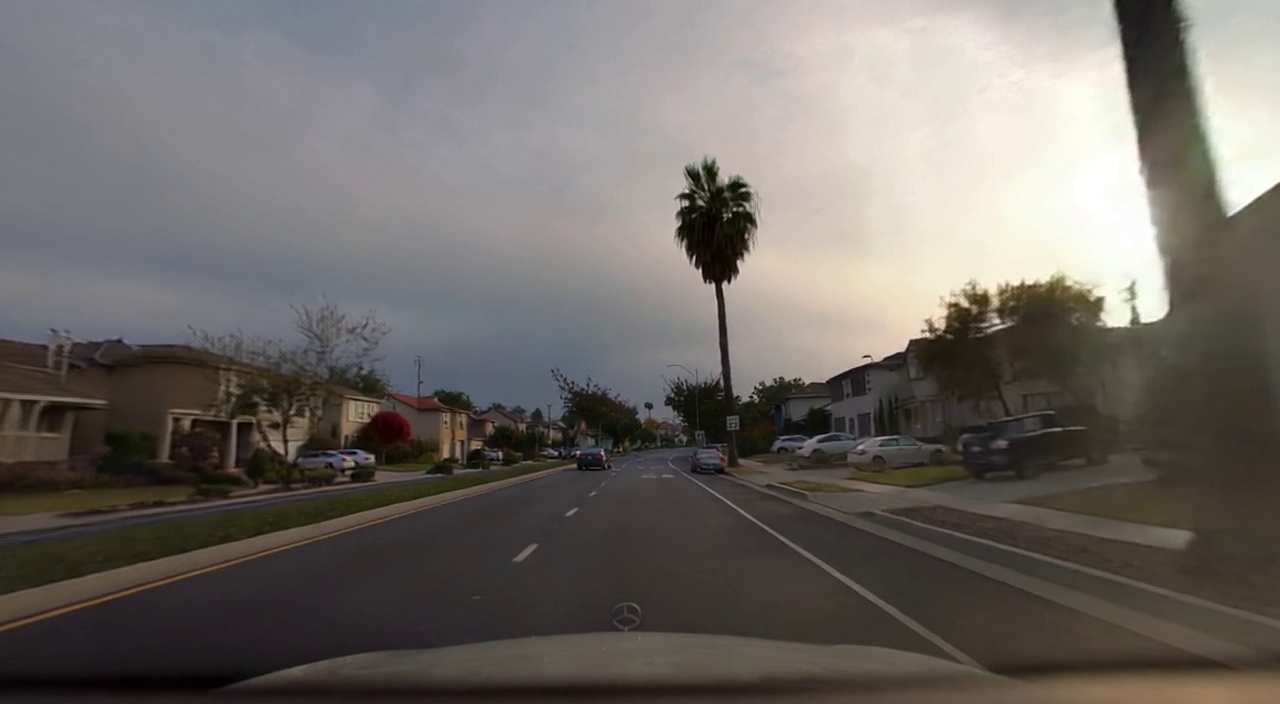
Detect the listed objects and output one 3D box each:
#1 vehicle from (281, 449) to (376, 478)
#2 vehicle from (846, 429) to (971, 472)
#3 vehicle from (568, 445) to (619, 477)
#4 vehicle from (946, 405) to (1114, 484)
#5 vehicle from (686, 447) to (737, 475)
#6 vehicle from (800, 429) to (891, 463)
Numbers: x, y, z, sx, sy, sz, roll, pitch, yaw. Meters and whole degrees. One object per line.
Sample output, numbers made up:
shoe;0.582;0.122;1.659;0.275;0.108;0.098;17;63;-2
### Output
vehicle;-19.757;7.046;40.171;4.992;1.779;1.928;0;-9;3
vehicle;11.524;4.254;27.330;4.454;1.499;1.821;-3;-9;-2
vehicle;-2.241;5.389;31.597;2.035;1.474;4.284;0;-9;3
vehicle;11.236;2.627;18.145;4.531;1.864;2.037;1;-10;-32
vehicle;3.891;6.023;35.233;2.025;1.456;4.865;1;-9;-3
vehicle;12.180;5.621;37.689;4.710;1.731;1.972;-4;-10;7
